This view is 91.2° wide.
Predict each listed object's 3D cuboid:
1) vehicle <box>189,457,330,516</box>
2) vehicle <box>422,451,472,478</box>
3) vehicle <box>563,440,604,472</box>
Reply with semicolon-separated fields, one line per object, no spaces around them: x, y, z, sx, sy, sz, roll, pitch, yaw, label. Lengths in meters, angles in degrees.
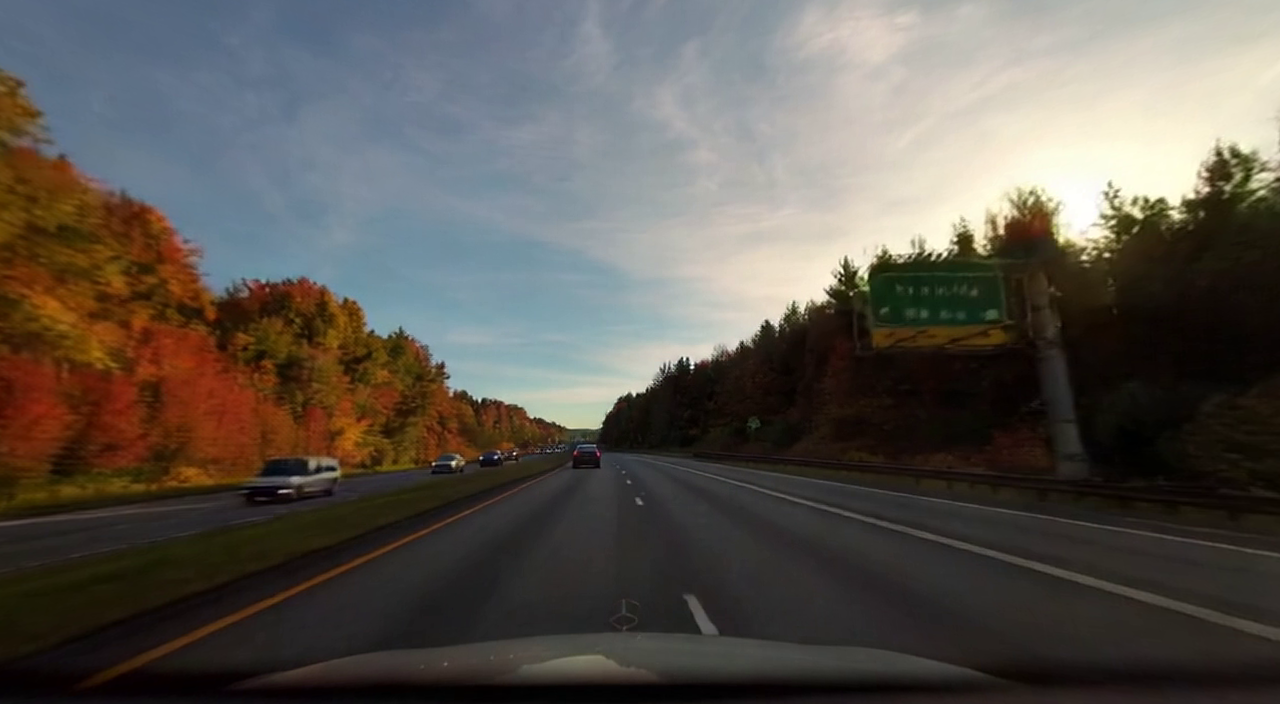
-11.309;3.975;18.992;1.923;1.513;3.904;0;-9;-3;vehicle
-11.808;6.895;38.661;1.911;1.550;4.269;0;-9;-3;vehicle
-3.183;5.977;36.068;2.168;1.705;4.272;0;-9;-3;vehicle
